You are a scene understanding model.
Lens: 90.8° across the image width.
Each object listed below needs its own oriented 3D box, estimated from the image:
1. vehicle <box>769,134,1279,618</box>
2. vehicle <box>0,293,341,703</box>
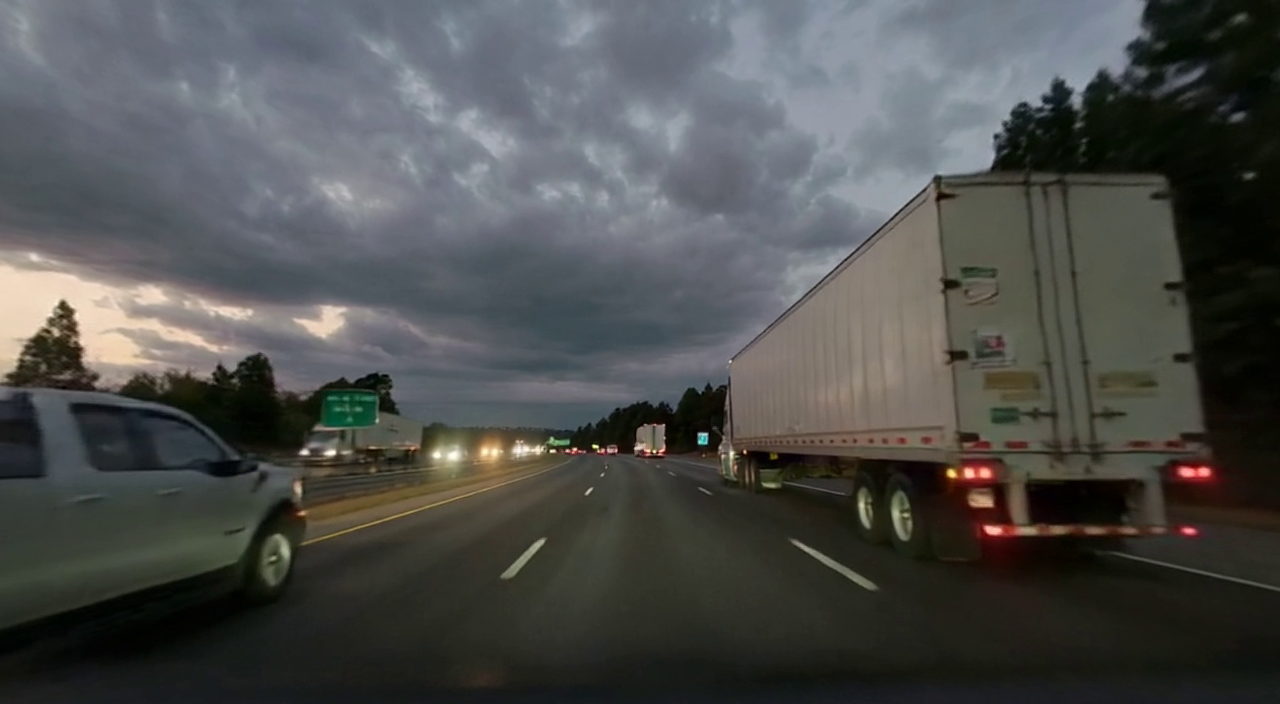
[{"bbox_3d":[4.245,0.726,9.381,2.826,4.035,8.369,0,-9,0],"label":"vehicle"},{"bbox_3d":[-3.877,0.802,3.091,2.337,1.942,4.984,0,-9,0],"label":"vehicle"}]
